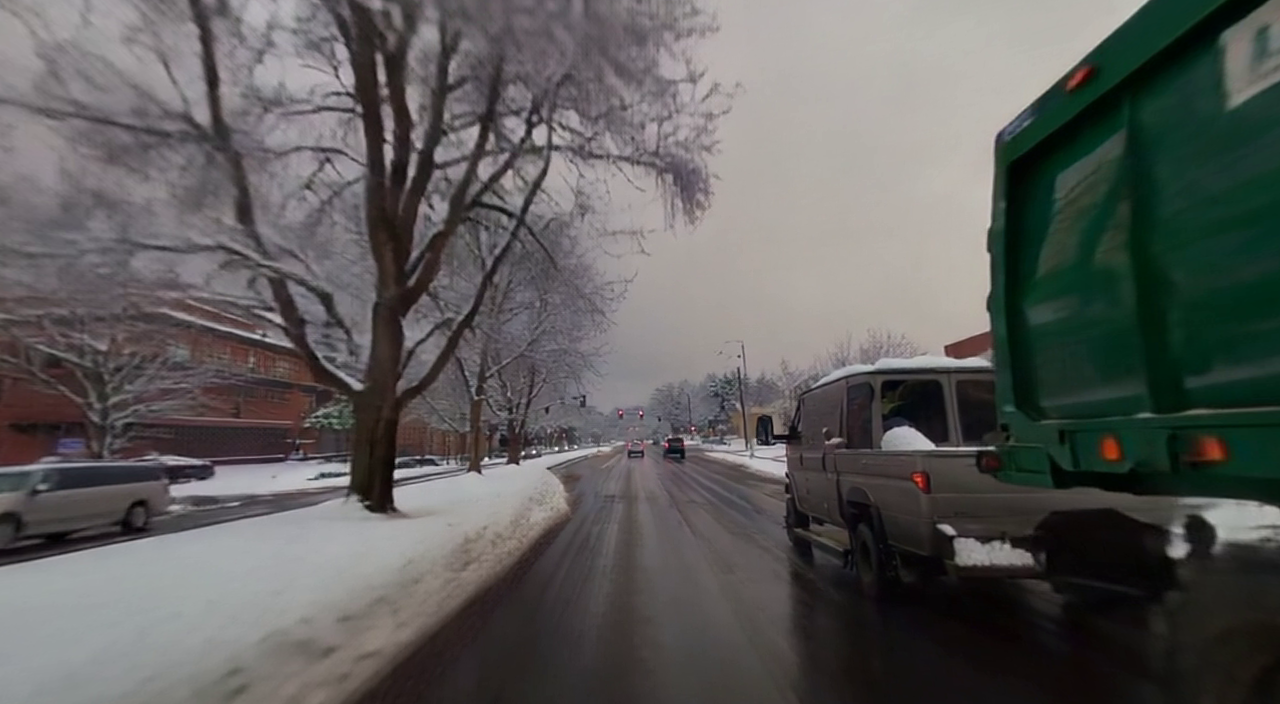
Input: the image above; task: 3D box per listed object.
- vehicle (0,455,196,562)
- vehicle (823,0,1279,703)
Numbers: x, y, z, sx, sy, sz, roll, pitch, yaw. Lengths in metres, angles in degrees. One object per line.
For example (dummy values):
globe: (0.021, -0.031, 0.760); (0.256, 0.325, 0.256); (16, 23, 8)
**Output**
vehicle: (-13.394, 3.398, 14.631); (2.290, 1.943, 5.833); (0, -9, -4)
vehicle: (3.889, 0.058, 2.910); (2.731, 3.407, 10.262); (0, -9, -2)
